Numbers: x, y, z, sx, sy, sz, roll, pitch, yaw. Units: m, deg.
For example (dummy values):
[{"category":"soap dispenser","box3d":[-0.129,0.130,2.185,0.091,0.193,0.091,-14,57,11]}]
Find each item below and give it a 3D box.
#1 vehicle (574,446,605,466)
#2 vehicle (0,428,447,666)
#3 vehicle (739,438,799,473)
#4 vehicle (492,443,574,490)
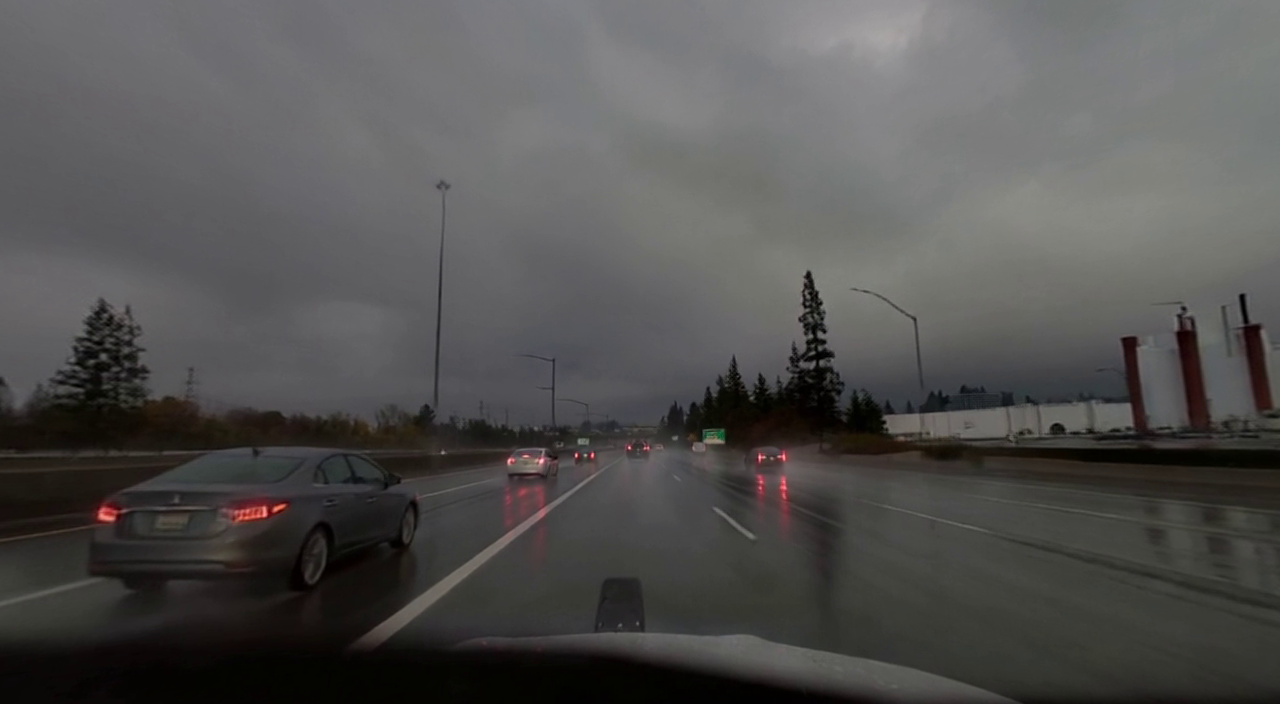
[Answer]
[{"category":"vehicle","box3d":[-3.831,7.983,48.663,2.078,1.464,4.093,0,-9,0]},{"category":"vehicle","box3d":[-3.520,1.522,6.056,1.959,1.433,4.291,0,-9,0]},{"category":"vehicle","box3d":[6.827,5.547,33.963,2.147,1.769,4.666,0,-9,-1]},{"category":"vehicle","box3d":[-3.651,4.012,22.454,2.047,1.469,4.614,0,-9,1]}]
